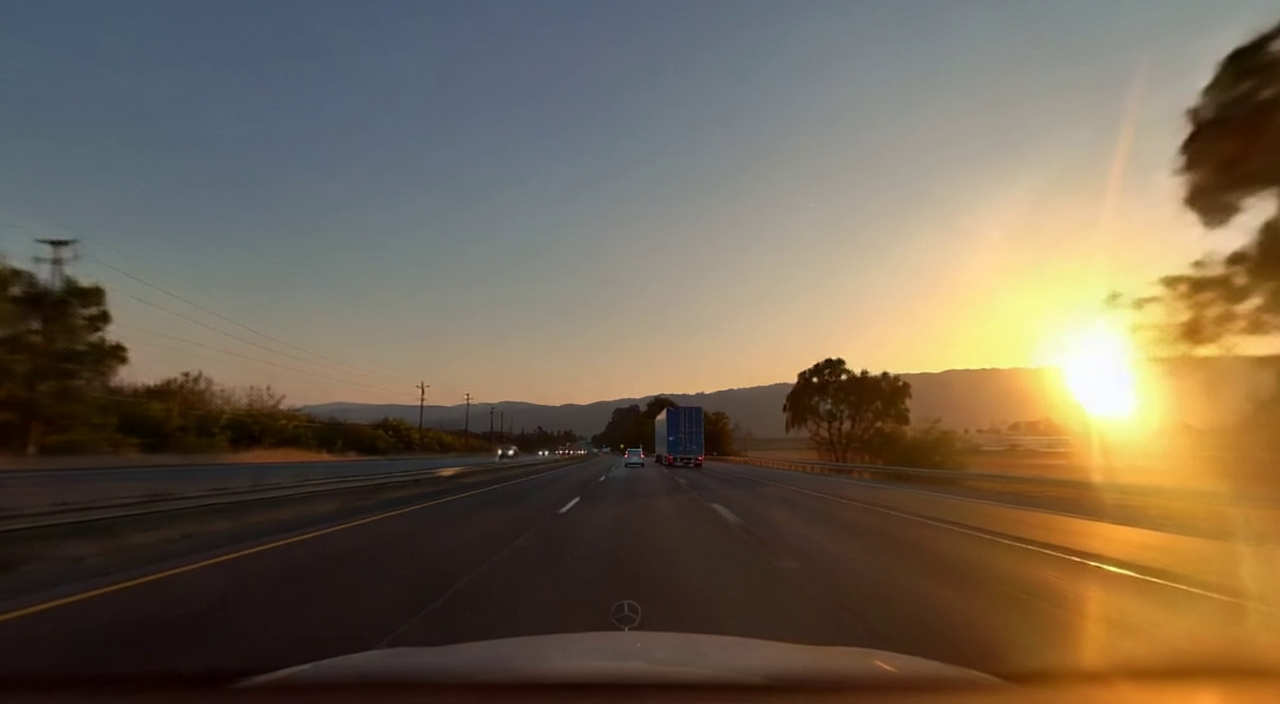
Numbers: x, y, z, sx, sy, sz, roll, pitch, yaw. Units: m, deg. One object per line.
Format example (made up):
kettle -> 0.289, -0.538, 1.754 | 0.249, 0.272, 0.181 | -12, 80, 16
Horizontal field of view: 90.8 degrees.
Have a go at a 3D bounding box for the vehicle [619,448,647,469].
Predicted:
vehicle -> -0.498, 7.529, 44.741 | 1.898, 1.438, 4.053 | 0, -9, -1

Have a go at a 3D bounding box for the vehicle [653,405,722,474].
vehicle -> 3.068, 6.580, 46.633 | 3.462, 4.177, 16.311 | 0, -9, -1
